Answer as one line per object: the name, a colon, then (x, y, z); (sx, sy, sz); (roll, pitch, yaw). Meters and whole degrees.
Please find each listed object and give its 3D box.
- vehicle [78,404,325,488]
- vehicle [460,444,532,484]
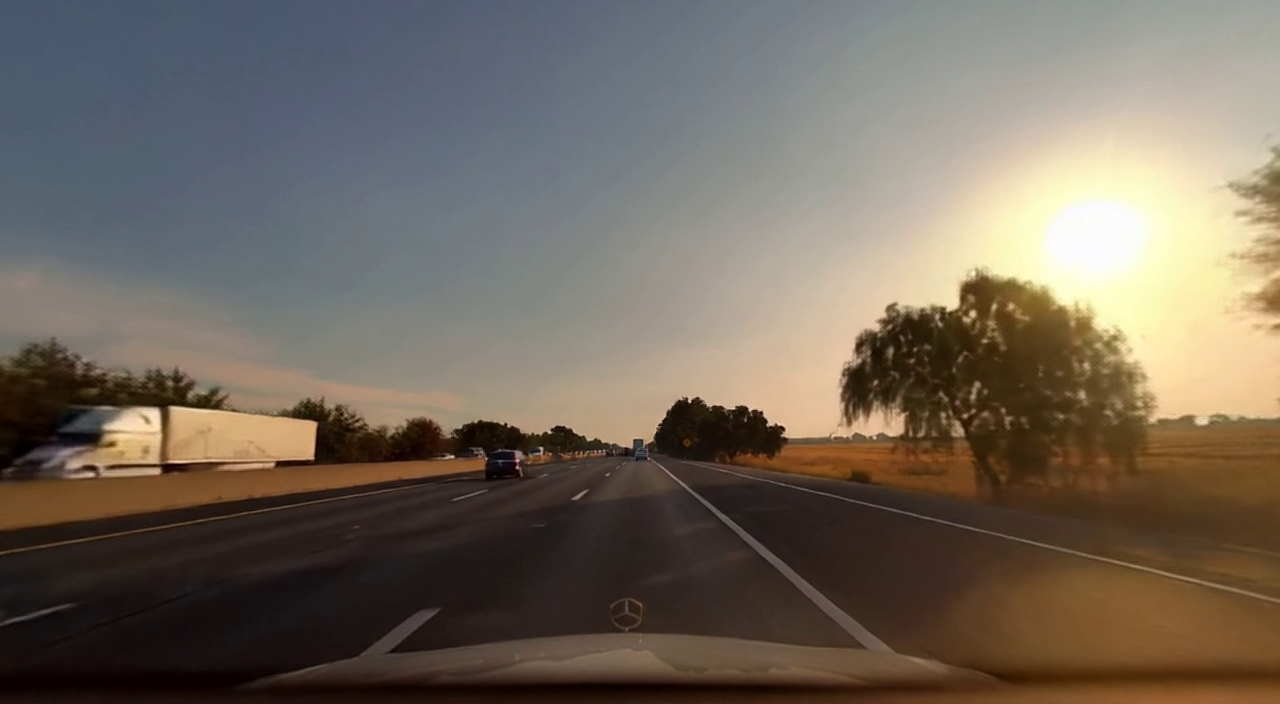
vehicle: (-24.316, 5.648, 37.445); (3.210, 3.820, 16.949); (0, -9, -2)
vehicle: (-6.608, 5.198, 29.614); (2.234, 1.698, 4.634); (0, -9, 1)
